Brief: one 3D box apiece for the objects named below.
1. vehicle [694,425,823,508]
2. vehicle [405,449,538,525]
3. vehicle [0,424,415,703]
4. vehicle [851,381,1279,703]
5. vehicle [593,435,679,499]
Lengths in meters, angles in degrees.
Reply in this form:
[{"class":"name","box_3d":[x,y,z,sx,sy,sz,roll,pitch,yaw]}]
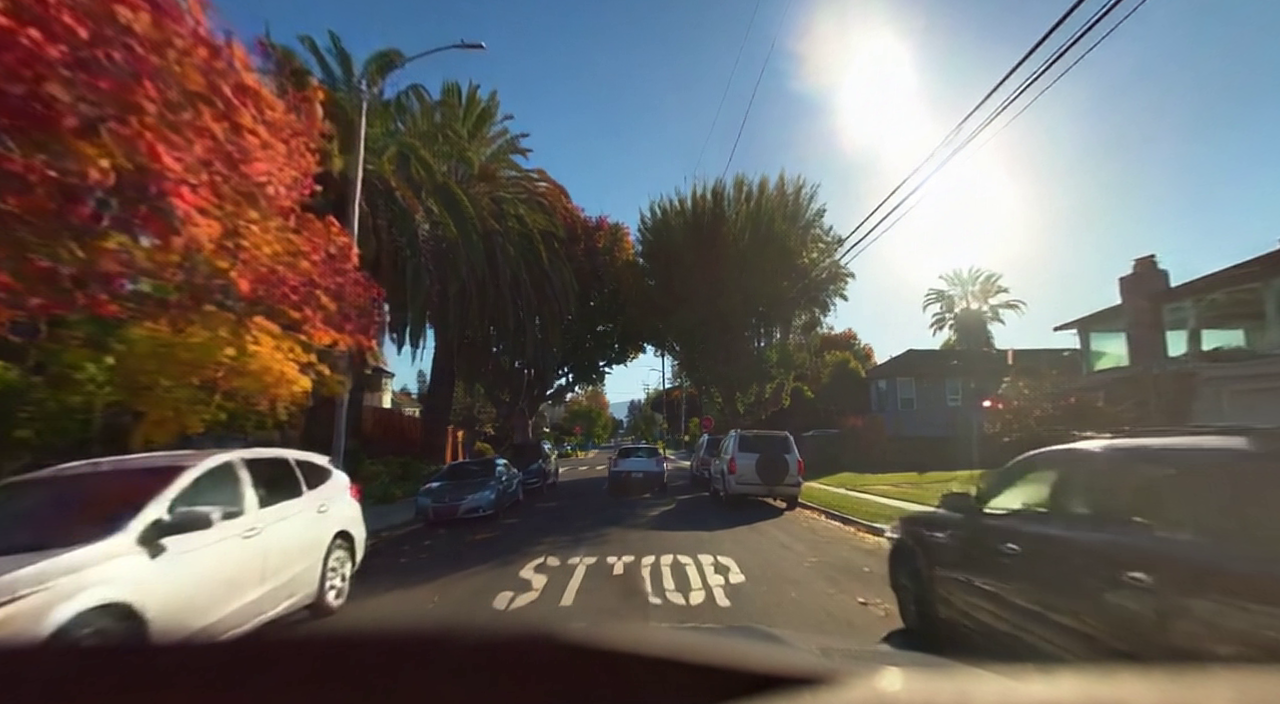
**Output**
[{"class":"vehicle","box_3d":[2.579,2.653,15.043,2.136,1.650,4.837,0,-8,0]},{"class":"vehicle","box_3d":[-3.315,2.704,13.124,1.728,1.305,3.805,0,-8,0]},{"class":"vehicle","box_3d":[-3.156,1.270,4.092,1.911,1.449,4.412,0,-8,-3]},{"class":"vehicle","box_3d":[2.808,1.057,3.034,1.967,1.563,4.237,0,-8,-2]},{"class":"vehicle","box_3d":[-0.118,3.028,16.971,2.010,1.499,4.107,0,-8,-1]}]
